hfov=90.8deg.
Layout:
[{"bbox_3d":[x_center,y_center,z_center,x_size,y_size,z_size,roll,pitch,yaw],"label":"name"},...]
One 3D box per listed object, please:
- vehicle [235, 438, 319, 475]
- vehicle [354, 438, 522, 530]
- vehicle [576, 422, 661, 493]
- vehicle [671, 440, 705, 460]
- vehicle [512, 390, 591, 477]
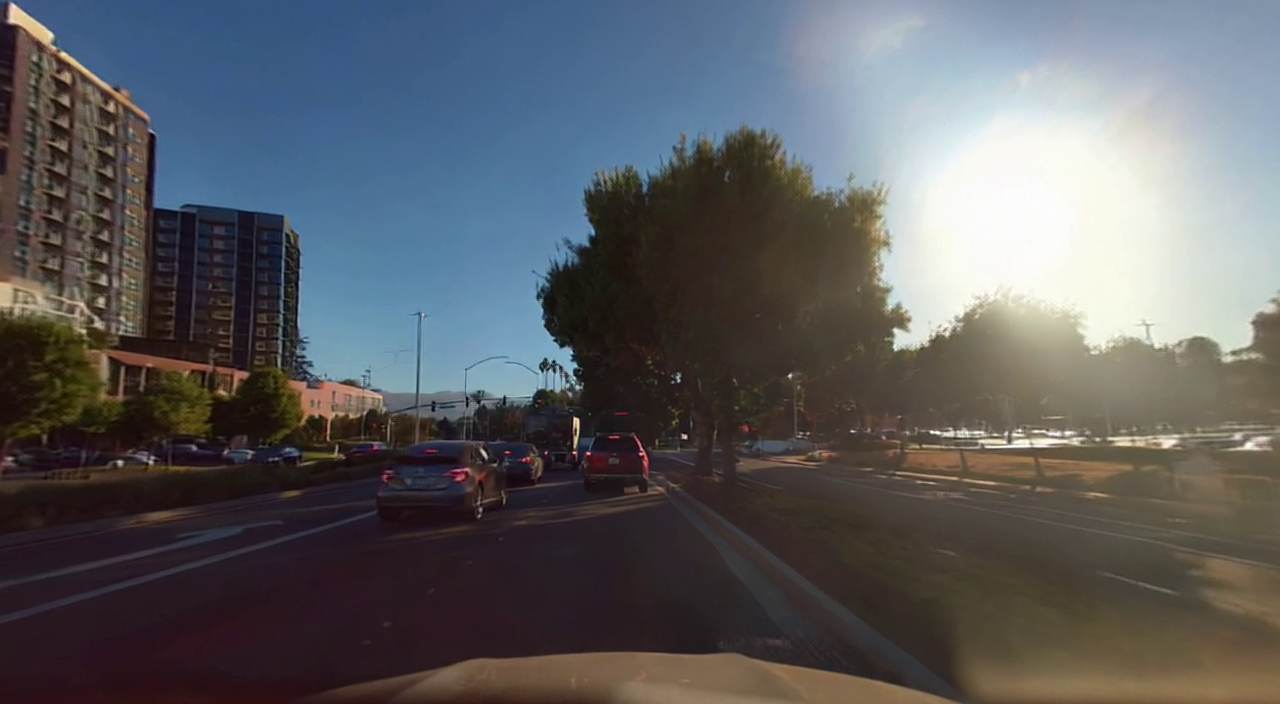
[{"bbox_3d":[-19.683,5.684,34.516,2.089,1.861,4.615,1,-8,-4],"label":"vehicle"},{"bbox_3d":[-3.654,2.433,12.342,1.904,1.460,4.300,0,-8,-1],"label":"vehicle"},{"bbox_3d":[-0.660,3.155,19.224,2.260,1.872,4.578,0,-8,-2],"label":"vehicle"},{"bbox_3d":[3.732,7.626,49.365,1.967,1.480,4.286,1,-8,-5],"label":"vehicle"},{"bbox_3d":[-4.380,4.526,34.277,2.918,3.741,13.683,0,-8,-3],"label":"vehicle"}]
